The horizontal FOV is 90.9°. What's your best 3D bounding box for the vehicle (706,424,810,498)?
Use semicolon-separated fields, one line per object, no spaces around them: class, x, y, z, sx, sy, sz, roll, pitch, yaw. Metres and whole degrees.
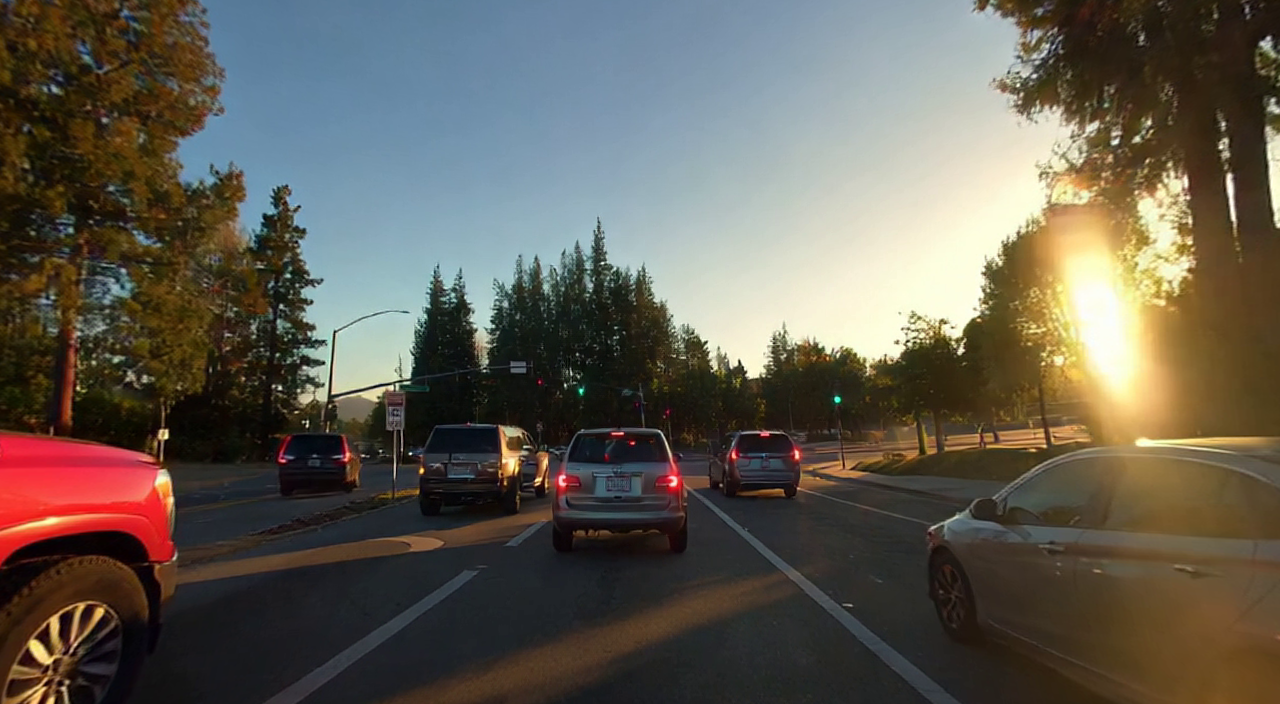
vehicle;3.184;3.062;18.081;2.102;1.841;4.587;0;-8;0

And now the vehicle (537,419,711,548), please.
vehicle;-0.217;1.937;9.877;2.194;1.607;3.690;0;-8;0

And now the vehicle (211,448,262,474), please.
vehicle;-30.335;8.160;47.291;2.256;1.799;4.831;8;-12;-43

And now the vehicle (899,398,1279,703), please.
vehicle;3.022;0.982;2.653;1.874;1.477;4.698;0;-8;0

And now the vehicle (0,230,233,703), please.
vehicle;-3.472;0.352;0.318;2.656;2.021;5.800;0;-8;0

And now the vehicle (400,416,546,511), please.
vehicle;-3.625;2.527;14.689;2.089;1.857;4.488;0;-8;1

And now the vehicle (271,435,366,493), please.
vehicle;-10.413;3.604;20.823;2.122;1.653;4.807;3;-9;-20
